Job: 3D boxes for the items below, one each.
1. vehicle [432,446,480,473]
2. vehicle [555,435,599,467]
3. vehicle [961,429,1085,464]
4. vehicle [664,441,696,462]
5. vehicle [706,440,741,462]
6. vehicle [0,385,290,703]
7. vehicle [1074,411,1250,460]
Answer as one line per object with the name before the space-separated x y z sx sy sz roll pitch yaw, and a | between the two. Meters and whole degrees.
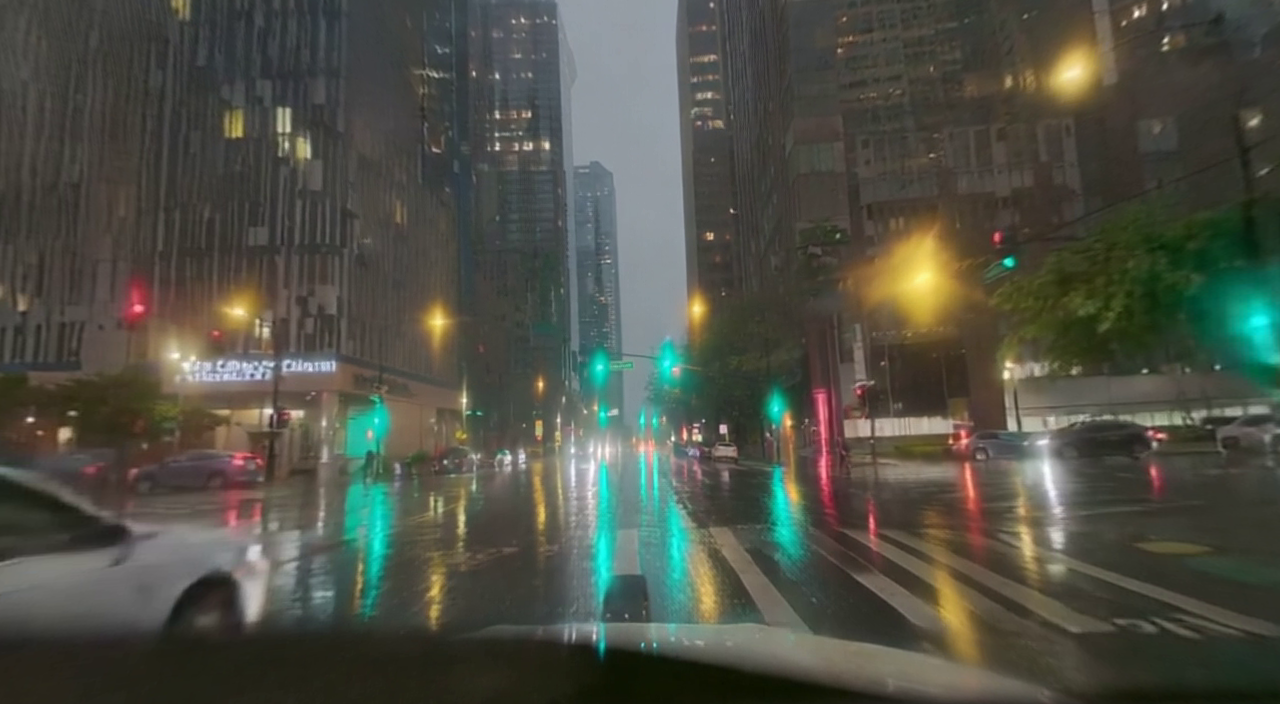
vehicle | -12.664 7.388 43.537 2.118 1.644 4.188 0 -8 -1
vehicle | -3.846 6.144 39.246 2.176 1.804 4.740 -3 -8 0
vehicle | 17.095 4.244 28.286 4.293 1.495 1.935 0 -8 -1
vehicle | 2.719 6.873 43.802 1.919 1.371 3.583 0 -8 -1
vehicle | 5.996 7.145 45.683 1.882 1.479 4.652 0 -8 0
vehicle | -3.011 0.736 1.111 2.014 1.480 4.780 0 -8 1
vehicle | 20.113 3.243 24.483 4.827 1.817 2.190 0 -8 0
